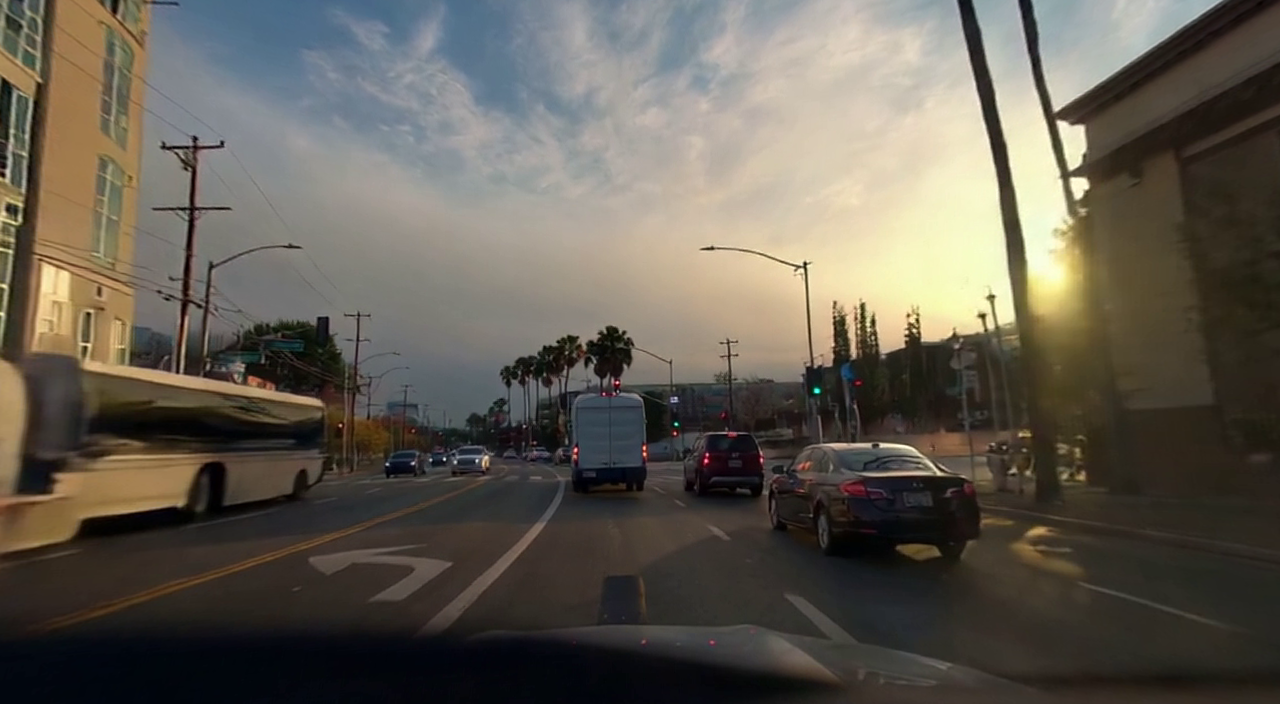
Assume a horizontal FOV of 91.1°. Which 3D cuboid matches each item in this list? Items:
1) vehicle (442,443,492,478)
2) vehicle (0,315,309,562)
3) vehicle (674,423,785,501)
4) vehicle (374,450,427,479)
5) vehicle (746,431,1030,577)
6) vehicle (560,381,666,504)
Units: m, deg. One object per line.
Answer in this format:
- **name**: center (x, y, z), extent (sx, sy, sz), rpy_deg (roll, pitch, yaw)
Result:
- **vehicle**: center (-9.192, 5.782, 33.690), extent (2.058, 1.730, 4.466), rpy_deg (1, -9, -9)
- **vehicle**: center (-10.633, 1.693, 11.978), extent (2.996, 3.432, 11.265), rpy_deg (0, -8, -3)
- **vehicle**: center (2.408, 3.180, 18.639), extent (2.157, 1.944, 5.423), rpy_deg (0, -8, -4)
- **vehicle**: center (-13.875, 6.512, 36.619), extent (1.975, 1.503, 4.533), rpy_deg (1, -9, -9)
- **vehicle**: center (3.030, 1.948, 9.012), extent (1.978, 1.507, 4.636), rpy_deg (0, -8, -3)
- **vehicle**: center (-0.982, 2.627, 18.247), extent (2.517, 2.926, 6.177), rpy_deg (1, -9, -6)
